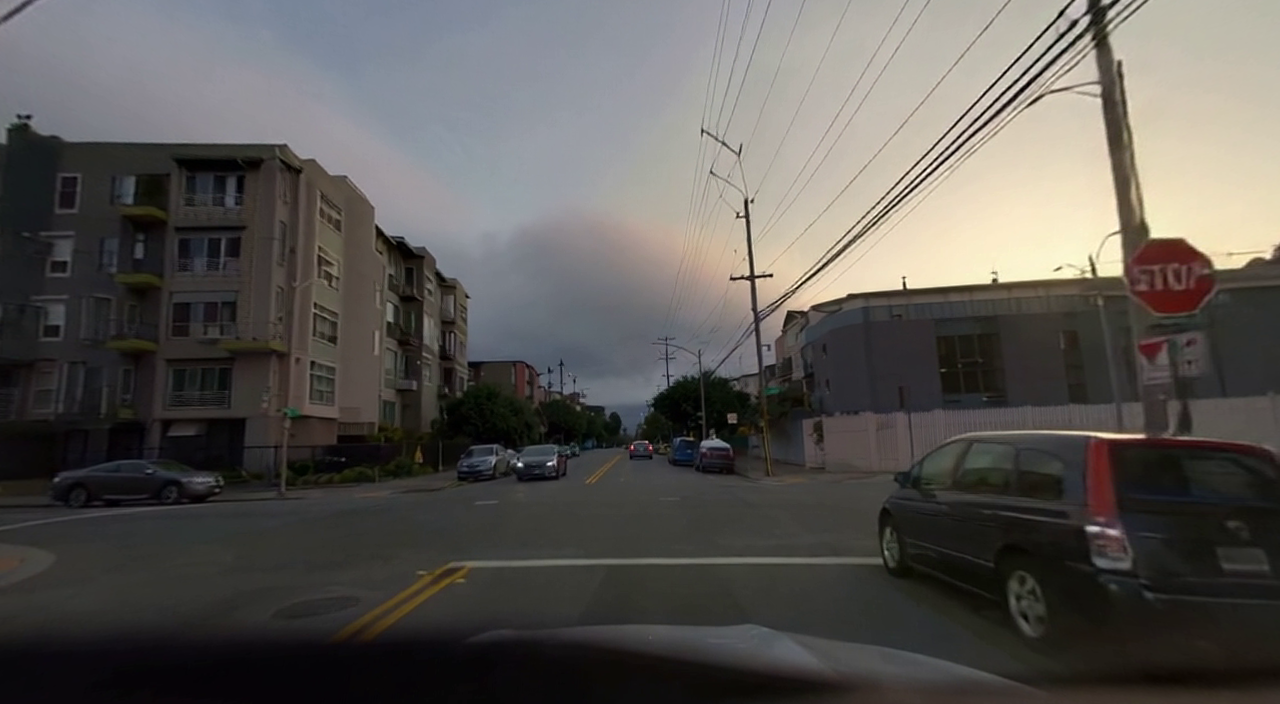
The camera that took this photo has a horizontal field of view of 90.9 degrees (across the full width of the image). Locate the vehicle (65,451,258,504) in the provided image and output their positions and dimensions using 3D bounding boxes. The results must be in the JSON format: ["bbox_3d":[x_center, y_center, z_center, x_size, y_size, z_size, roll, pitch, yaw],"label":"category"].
[{"bbox_3d":[-17.254,4.522,22.940,5.354,1.773,1.991,0,-9,0],"label":"vehicle"}]

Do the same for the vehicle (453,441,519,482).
[{"bbox_3d":[-7.620,5.450,31.630,2.140,1.874,4.475,0,-9,0],"label":"vehicle"}]

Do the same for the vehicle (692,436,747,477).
[{"bbox_3d":[3.811,5.138,31.148,2.164,1.721,4.416,-4,-9,1],"label":"vehicle"}]

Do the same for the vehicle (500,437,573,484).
[{"bbox_3d":[-4.295,4.574,26.893,2.201,1.801,4.750,0,-9,1],"label":"vehicle"}]

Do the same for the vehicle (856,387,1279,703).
[{"bbox_3d":[3.555,1.345,5.328,1.994,1.697,4.274,0,-9,1],"label":"vehicle"}]

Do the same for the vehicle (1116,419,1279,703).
[{"bbox_3d":[3.373,0.769,0.797,1.888,1.495,4.567,0,-9,-1],"label":"vehicle"}]
